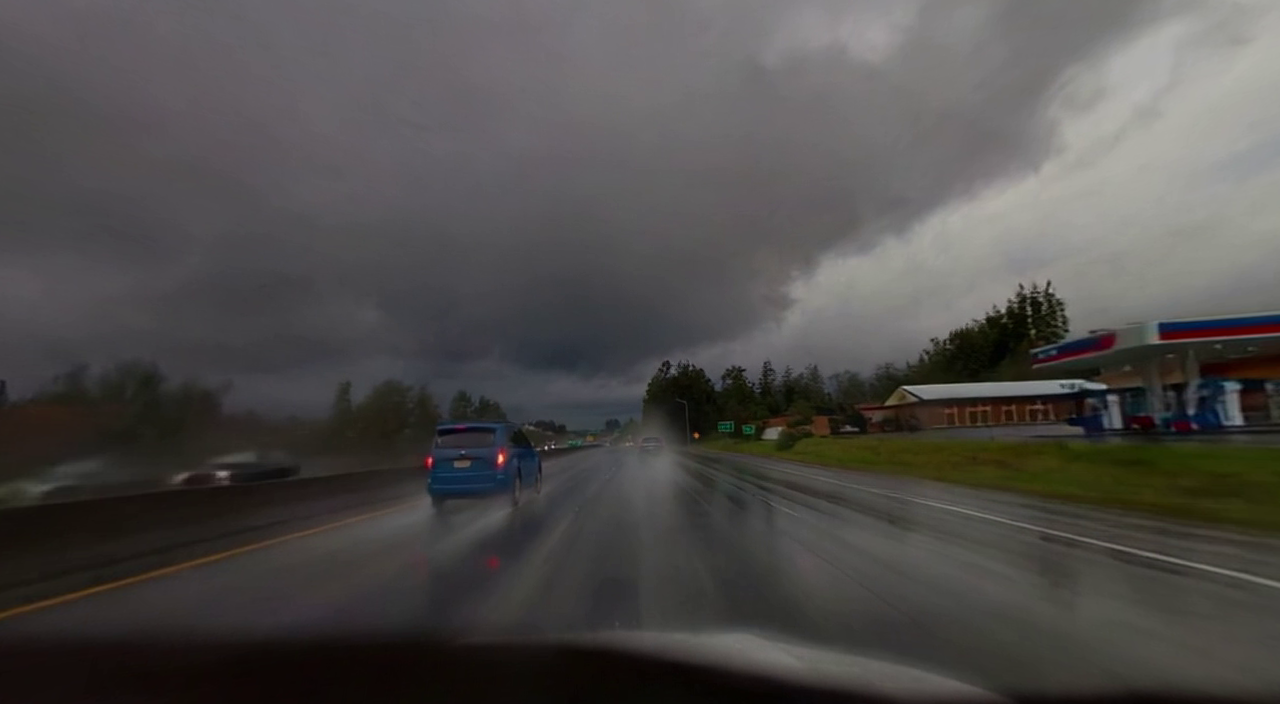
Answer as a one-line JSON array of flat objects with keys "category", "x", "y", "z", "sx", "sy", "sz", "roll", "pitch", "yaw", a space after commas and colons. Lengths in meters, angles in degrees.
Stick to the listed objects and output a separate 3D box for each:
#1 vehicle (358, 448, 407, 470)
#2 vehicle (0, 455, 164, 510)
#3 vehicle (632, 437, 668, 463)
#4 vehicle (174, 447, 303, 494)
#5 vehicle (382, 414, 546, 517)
[{"category": "vehicle", "x": -19.466, "y": 8.100, "z": 47.757, "sx": 2.015, "sy": 1.482, "sz": 4.116, "roll": 0, "pitch": -8, "yaw": -1}, {"category": "vehicle", "x": -19.491, "y": 4.508, "z": 22.218, "sx": 1.803, "sy": 1.546, "sz": 4.649, "roll": 0, "pitch": -8, "yaw": -1}, {"category": "vehicle", "x": 0.553, "y": 6.291, "z": 40.702, "sx": 2.151, "sy": 1.550, "sz": 4.694, "roll": 0, "pitch": -8, "yaw": -1}, {"category": "vehicle", "x": -15.711, "y": 4.616, "z": 24.977, "sx": 2.296, "sy": 1.613, "sz": 4.295, "roll": 0, "pitch": -8, "yaw": -1}, {"category": "vehicle", "x": -3.343, "y": 2.231, "z": 13.013, "sx": 2.061, "sy": 1.732, "sz": 4.457, "roll": 0, "pitch": -8, "yaw": 0}]
